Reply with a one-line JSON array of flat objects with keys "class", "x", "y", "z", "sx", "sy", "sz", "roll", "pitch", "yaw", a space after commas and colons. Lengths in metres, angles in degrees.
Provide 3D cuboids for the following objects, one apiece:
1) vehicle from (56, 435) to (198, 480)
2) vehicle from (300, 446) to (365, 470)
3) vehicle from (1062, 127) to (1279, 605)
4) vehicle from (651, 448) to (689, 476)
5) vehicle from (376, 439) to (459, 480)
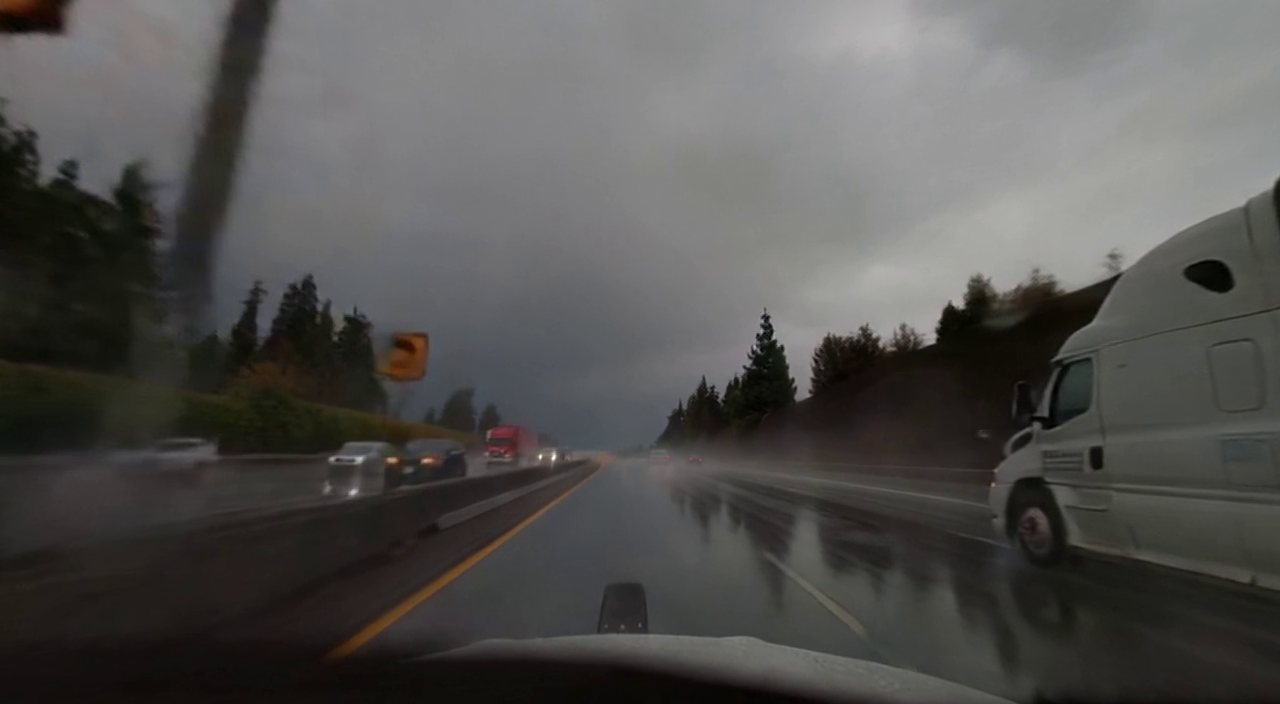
[{"class": "vehicle", "x": -19.302, "y": 3.995, "z": 24.027, "sx": 1.830, "sy": 1.564, "sz": 4.271, "roll": 0, "pitch": -9, "yaw": -1}, {"class": "vehicle", "x": -19.872, "y": 6.865, "z": 40.922, "sx": 1.964, "sy": 1.478, "sz": 4.587, "roll": 0, "pitch": -9, "yaw": -1}, {"class": "vehicle", "x": 6.789, "y": -0.577, "z": 0.904, "sx": 2.890, "sy": 4.006, "sz": 14.039, "roll": 0, "pitch": -9, "yaw": 1}, {"class": "vehicle", "x": 1.745, "y": 6.598, "z": 38.071, "sx": 2.111, "sy": 1.599, "sz": 3.859, "roll": 0, "pitch": -9, "yaw": 0}, {"class": "vehicle", "x": -8.736, "y": 4.256, "z": 25.139, "sx": 1.789, "sy": 1.478, "sz": 4.146, "roll": 0, "pitch": -9, "yaw": 0}]
